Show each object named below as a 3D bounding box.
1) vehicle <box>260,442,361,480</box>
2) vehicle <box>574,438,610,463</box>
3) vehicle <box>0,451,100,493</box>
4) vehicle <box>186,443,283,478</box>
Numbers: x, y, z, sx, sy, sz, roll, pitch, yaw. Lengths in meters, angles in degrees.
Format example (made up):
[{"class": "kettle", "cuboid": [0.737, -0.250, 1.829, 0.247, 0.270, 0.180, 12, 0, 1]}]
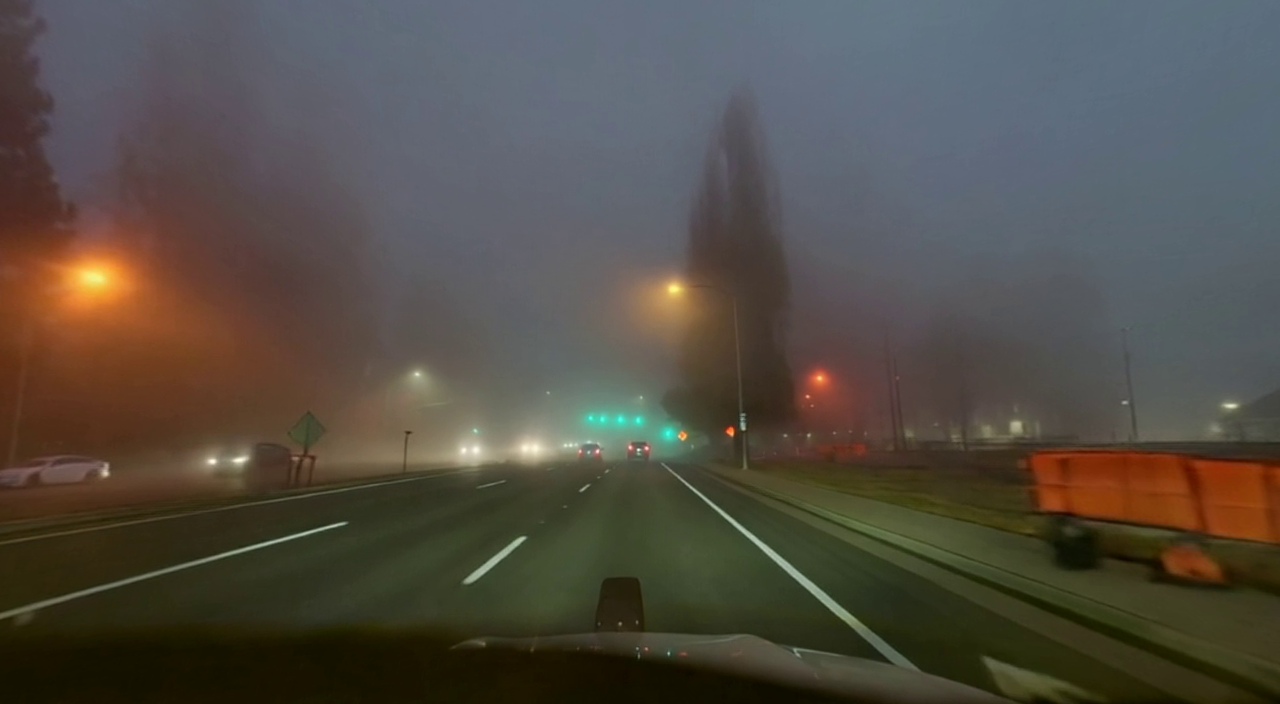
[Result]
[{"class": "vehicle", "cuboid": [-14.250, 4.732, 27.540, 1.953, 1.509, 4.452, 0, -9, 1]}, {"class": "vehicle", "cuboid": [-3.397, 7.113, 45.357, 2.198, 1.663, 4.519, 0, -9, 1]}, {"class": "vehicle", "cuboid": [-24.831, 4.804, 25.590, 1.834, 1.502, 4.346, 0, -9, 0]}, {"class": "vehicle", "cuboid": [-21.001, 5.626, 32.901, 2.020, 1.685, 4.491, 0, -9, 0]}]
